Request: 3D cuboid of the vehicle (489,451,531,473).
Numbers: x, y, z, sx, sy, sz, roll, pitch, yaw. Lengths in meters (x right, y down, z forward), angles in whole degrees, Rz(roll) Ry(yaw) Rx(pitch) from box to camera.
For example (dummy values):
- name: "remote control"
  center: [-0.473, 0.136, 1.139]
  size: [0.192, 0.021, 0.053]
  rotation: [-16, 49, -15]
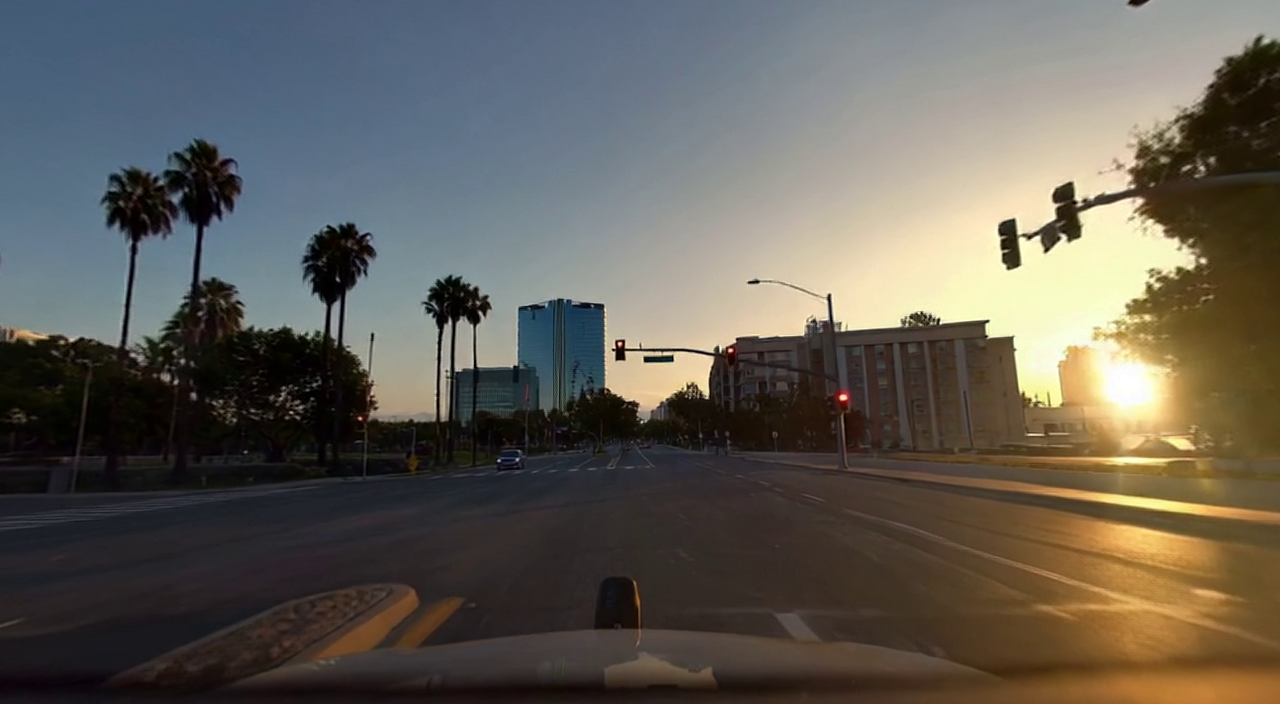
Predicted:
- name: "vehicle"
  center: [-9.416, 8.022, 46.118]
  size: [2.149, 1.477, 4.186]
  rotation: [0, -9, 0]
